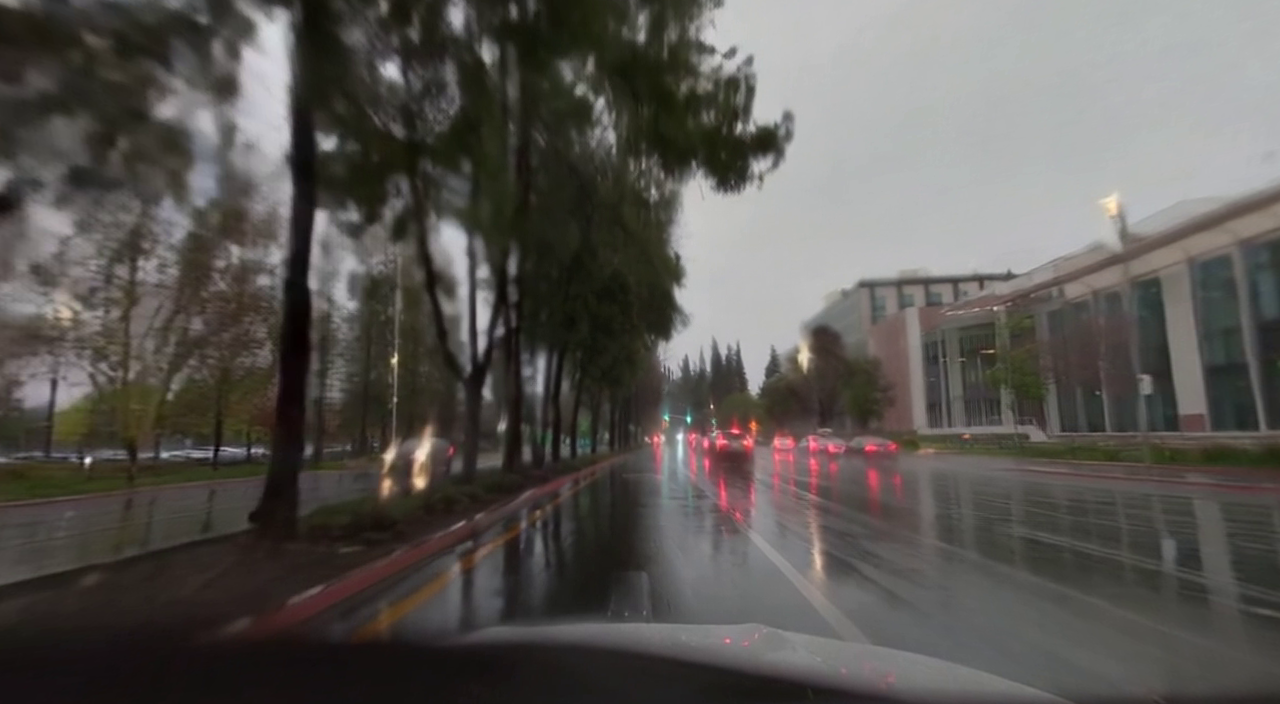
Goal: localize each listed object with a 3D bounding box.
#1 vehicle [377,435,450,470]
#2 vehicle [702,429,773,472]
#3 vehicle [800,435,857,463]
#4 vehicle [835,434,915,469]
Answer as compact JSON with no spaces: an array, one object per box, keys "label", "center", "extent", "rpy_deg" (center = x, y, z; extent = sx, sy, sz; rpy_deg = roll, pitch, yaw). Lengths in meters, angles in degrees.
[{"label":"vehicle","center":[-13.640,6.101,38.462],"extent":[2.285,1.931,5.530],"rpy_deg":[-2,-8,2]},{"label":"vehicle","center":[4.050,4.185,26.972],"extent":[2.216,1.675,4.627],"rpy_deg":[0,-8,-1]},{"label":"vehicle","center":[10.796,5.588,36.456],"extent":[1.841,1.471,4.790],"rpy_deg":[0,-8,0]},{"label":"vehicle","center":[10.537,4.496,28.653],"extent":[1.840,1.467,4.731],"rpy_deg":[0,-8,0]}]
